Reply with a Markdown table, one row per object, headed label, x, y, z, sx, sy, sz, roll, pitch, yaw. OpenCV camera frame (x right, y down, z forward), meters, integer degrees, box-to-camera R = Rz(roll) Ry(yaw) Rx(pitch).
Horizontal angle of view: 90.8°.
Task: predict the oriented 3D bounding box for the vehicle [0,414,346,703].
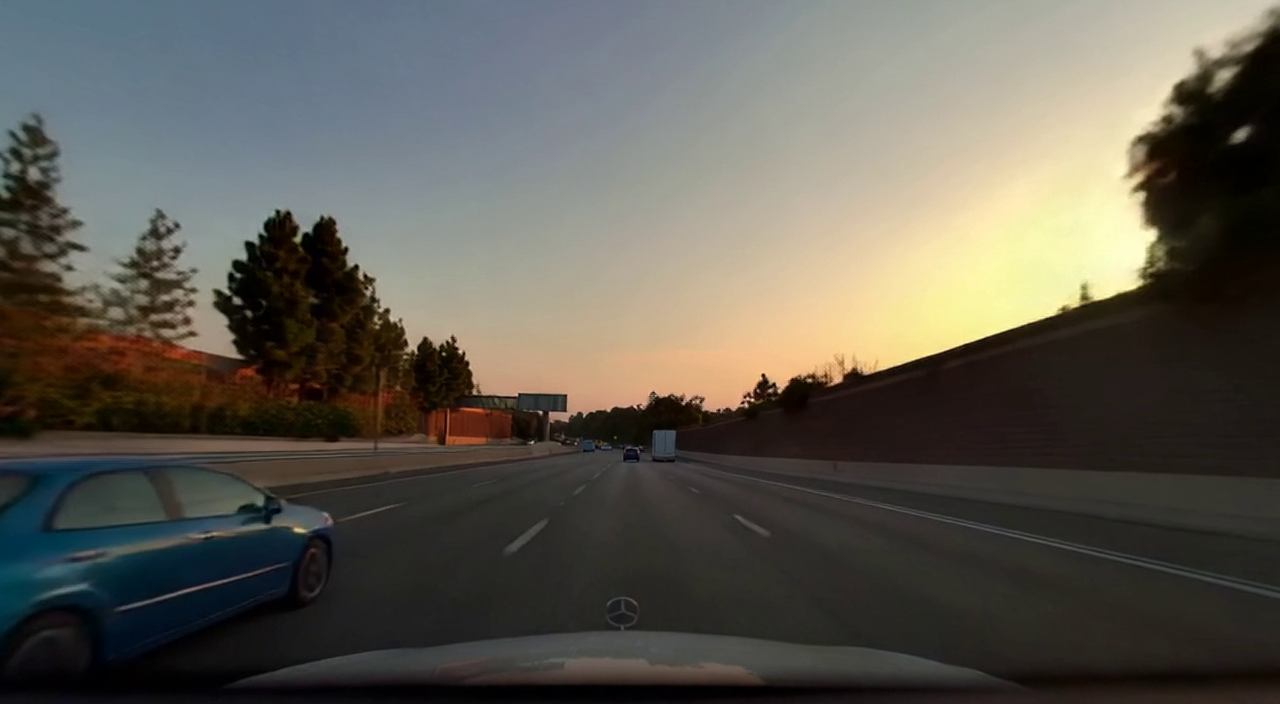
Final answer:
| label | x | y | z | sx | sy | sz | roll | pitch | yaw |
| --- | --- | --- | --- | --- | --- | --- | --- | --- | --- |
| vehicle | -4.096 | 1.238 | 4.283 | 2.090 | 1.487 | 4.276 | 0 | -8 | 1 |

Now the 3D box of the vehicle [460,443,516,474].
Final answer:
| label | x | y | z | sx | sy | sz | roll | pitch | yaw |
| --- | --- | --- | --- | --- | --- | --- | --- | --- | --- |
| vehicle | -7.580 | 5.331 | 31.857 | 1.915 | 1.479 | 3.843 | 0 | -8 | 0 |
